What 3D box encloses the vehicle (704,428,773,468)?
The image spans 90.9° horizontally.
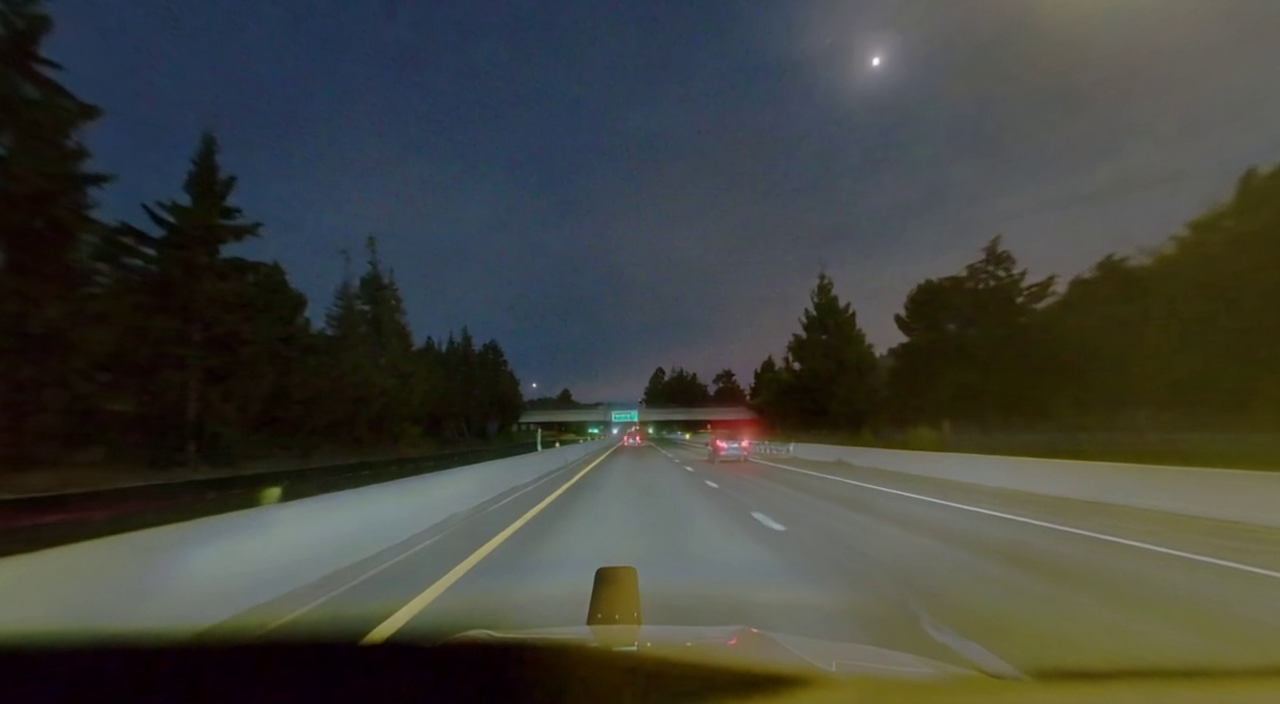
[{"bbox_3d":[4.027,3.996,26.527,2.010,1.526,4.438,0,-8,-2],"label":"vehicle"}]
